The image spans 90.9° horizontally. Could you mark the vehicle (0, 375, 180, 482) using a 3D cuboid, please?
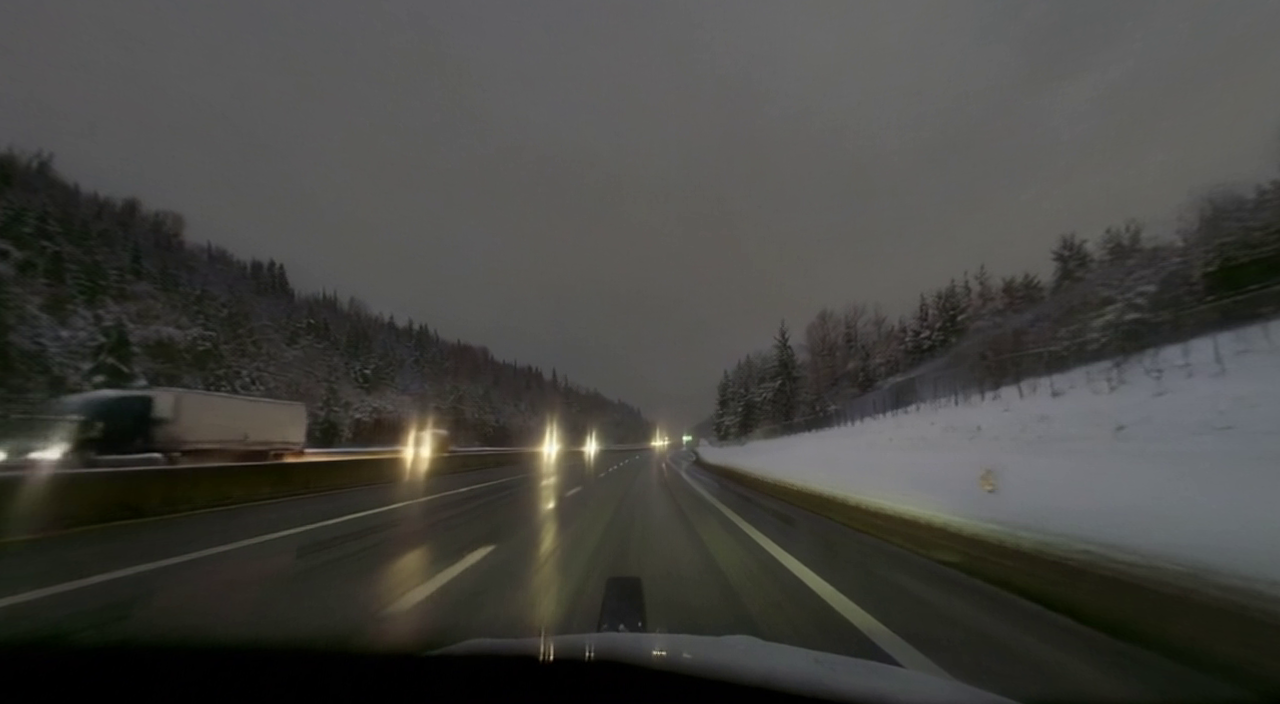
[{"bbox_3d":[-23.022,3.232,26.119,3.043,3.917,5.965,0,-9,1],"label":"vehicle"}]
